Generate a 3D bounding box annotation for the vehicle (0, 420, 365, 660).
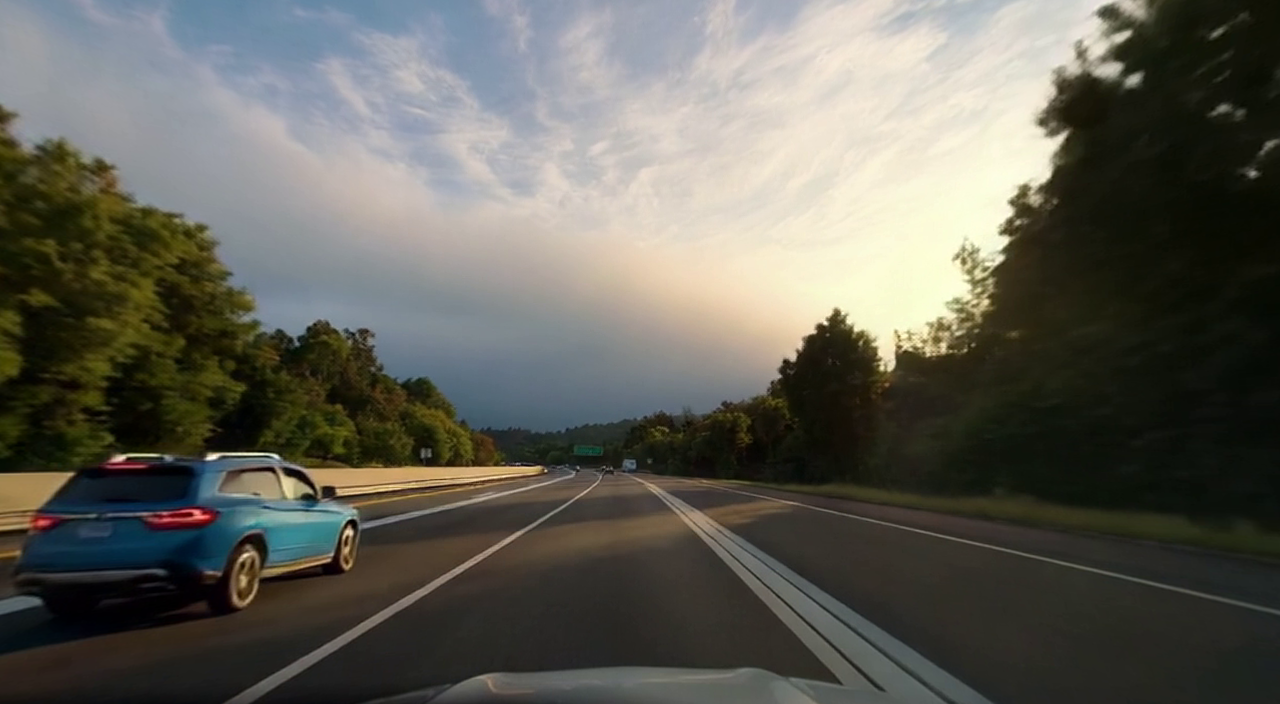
[{"bbox_3d":[-4.521,1.593,6.130,2.025,1.584,3.657,1,-10,-1],"label":"vehicle"}]
